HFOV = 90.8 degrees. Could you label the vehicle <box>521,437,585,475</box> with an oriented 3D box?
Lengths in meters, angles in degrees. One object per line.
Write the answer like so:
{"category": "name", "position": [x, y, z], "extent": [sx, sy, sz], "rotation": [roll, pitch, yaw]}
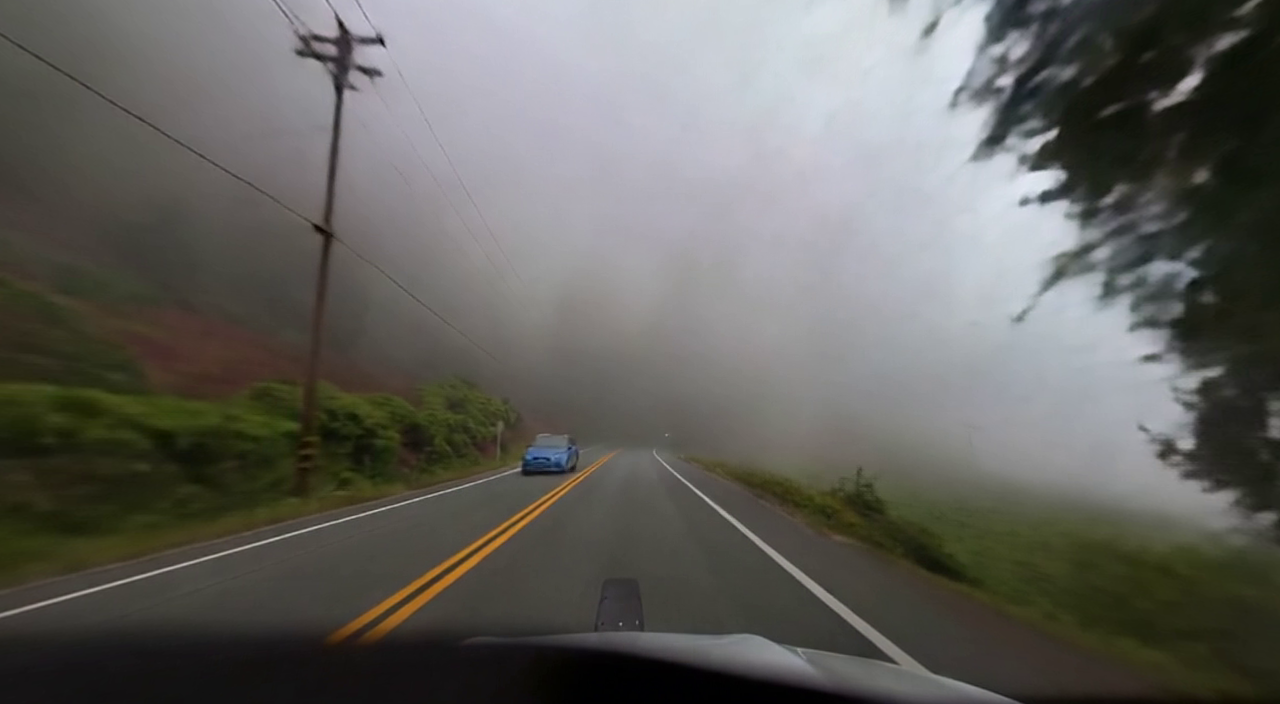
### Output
{"category": "vehicle", "position": [-3.674, 4.494, 27.463], "extent": [2.083, 1.486, 4.446], "rotation": [0, -9, 1]}
